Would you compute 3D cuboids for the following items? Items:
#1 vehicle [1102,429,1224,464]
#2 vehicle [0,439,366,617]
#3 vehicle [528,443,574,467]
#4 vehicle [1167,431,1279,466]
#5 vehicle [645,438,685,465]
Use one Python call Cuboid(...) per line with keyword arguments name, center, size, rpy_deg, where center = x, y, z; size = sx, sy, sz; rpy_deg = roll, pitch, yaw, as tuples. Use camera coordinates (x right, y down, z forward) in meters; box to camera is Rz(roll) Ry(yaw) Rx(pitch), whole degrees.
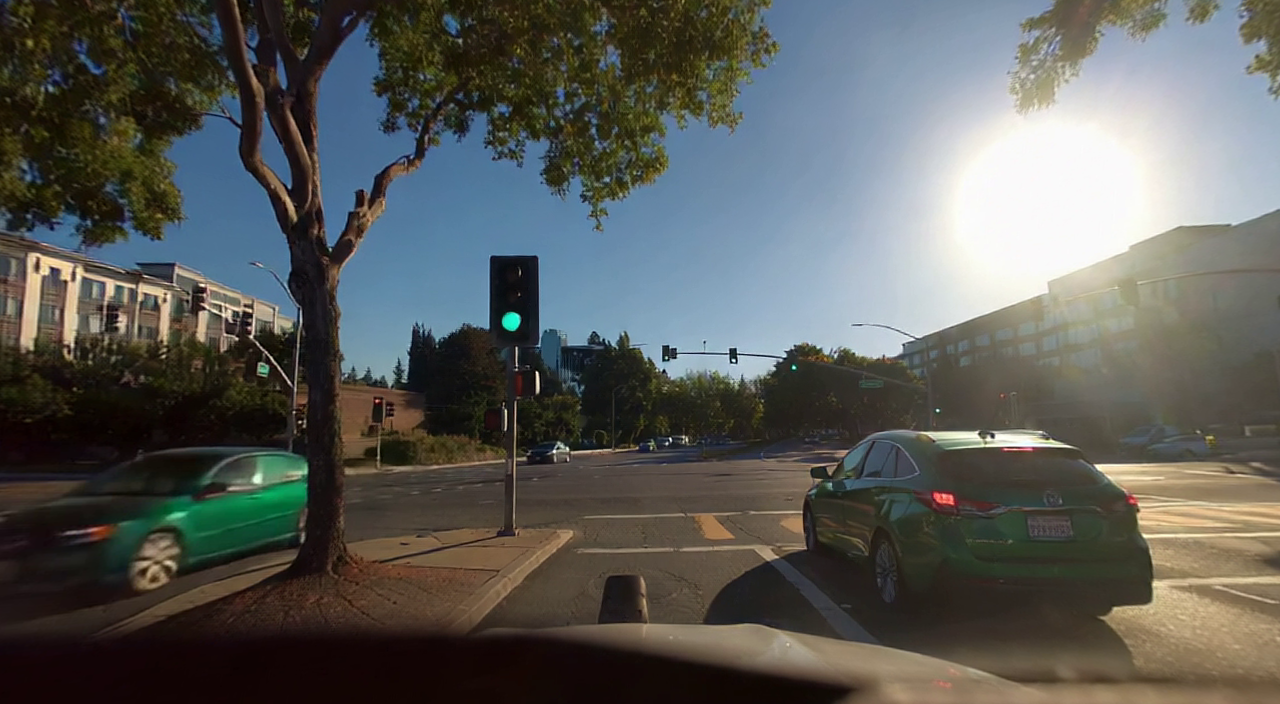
Cuboid(name="vehicle", center=(25.930, 4.678, 31.344), size=(4.441, 1.674, 2.035), rpy_deg=(1, -8, -8))
Cuboid(name="vehicle", center=(-5.427, 1.821, 7.673), size=(2.016, 1.474, 4.634), rpy_deg=(0, -8, 1))
Cuboid(name="vehicle", center=(-5.716, 6.638, 40.832), size=(1.877, 1.481, 3.853), rpy_deg=(-2, -8, 9))
Cuboid(name="vehicle", center=(26.314, 4.243, 27.869), size=(4.644, 1.470, 1.922), rpy_deg=(1, -8, -10))
Cuboid(name="vehicle", center=(1.753, 6.773, 43.257), size=(2.197, 1.739, 4.177), rpy_deg=(-2, -8, 10))
